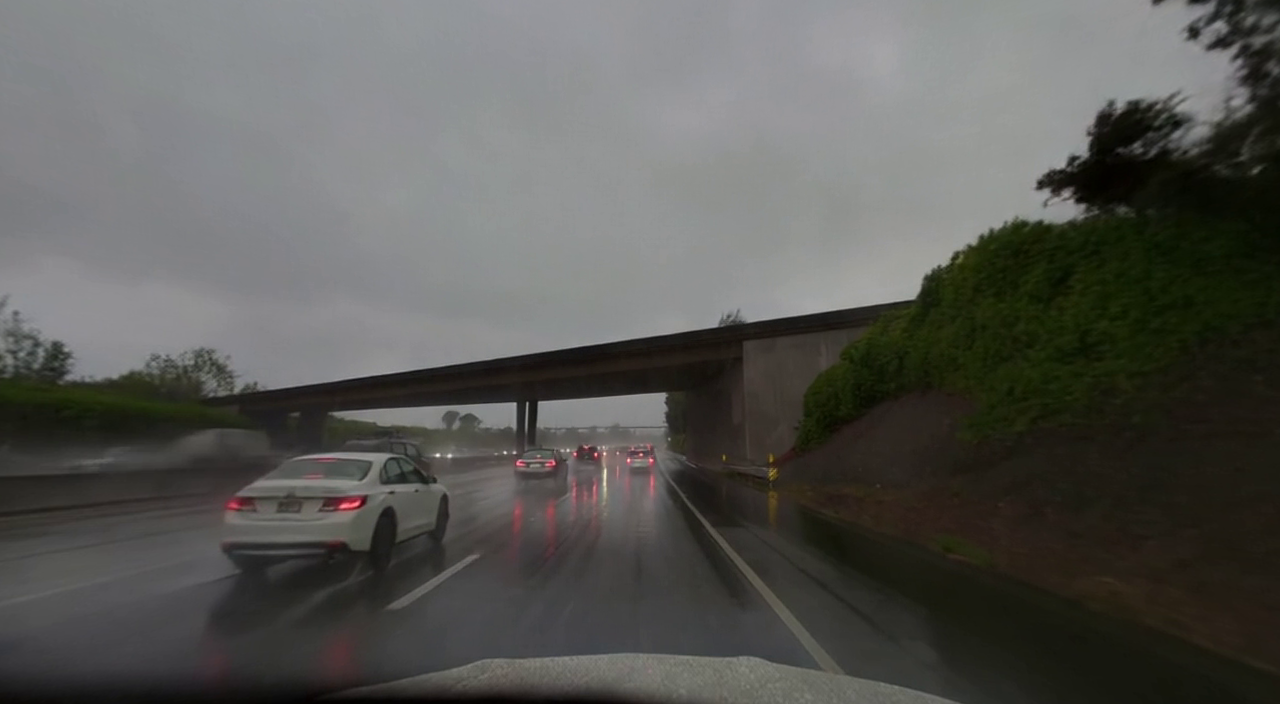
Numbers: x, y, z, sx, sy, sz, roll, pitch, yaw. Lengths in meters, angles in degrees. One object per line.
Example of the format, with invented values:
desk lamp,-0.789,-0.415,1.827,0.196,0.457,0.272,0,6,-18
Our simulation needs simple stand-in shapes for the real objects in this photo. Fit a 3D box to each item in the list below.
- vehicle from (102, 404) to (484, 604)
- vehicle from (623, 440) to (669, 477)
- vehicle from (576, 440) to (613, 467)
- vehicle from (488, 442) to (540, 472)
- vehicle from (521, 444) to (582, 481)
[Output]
vehicle,-3.648,1.672,7.881,2.161,1.759,4.482,0,-8,1
vehicle,0.269,5.277,31.379,2.160,1.678,4.178,0,-8,0
vehicle,-3.236,7.385,45.836,2.237,1.841,4.683,0,-8,1
vehicle,-7.507,6.287,37.907,2.085,1.713,4.436,0,-8,1
vehicle,-3.850,4.878,28.012,1.997,1.490,4.471,0,-8,1
